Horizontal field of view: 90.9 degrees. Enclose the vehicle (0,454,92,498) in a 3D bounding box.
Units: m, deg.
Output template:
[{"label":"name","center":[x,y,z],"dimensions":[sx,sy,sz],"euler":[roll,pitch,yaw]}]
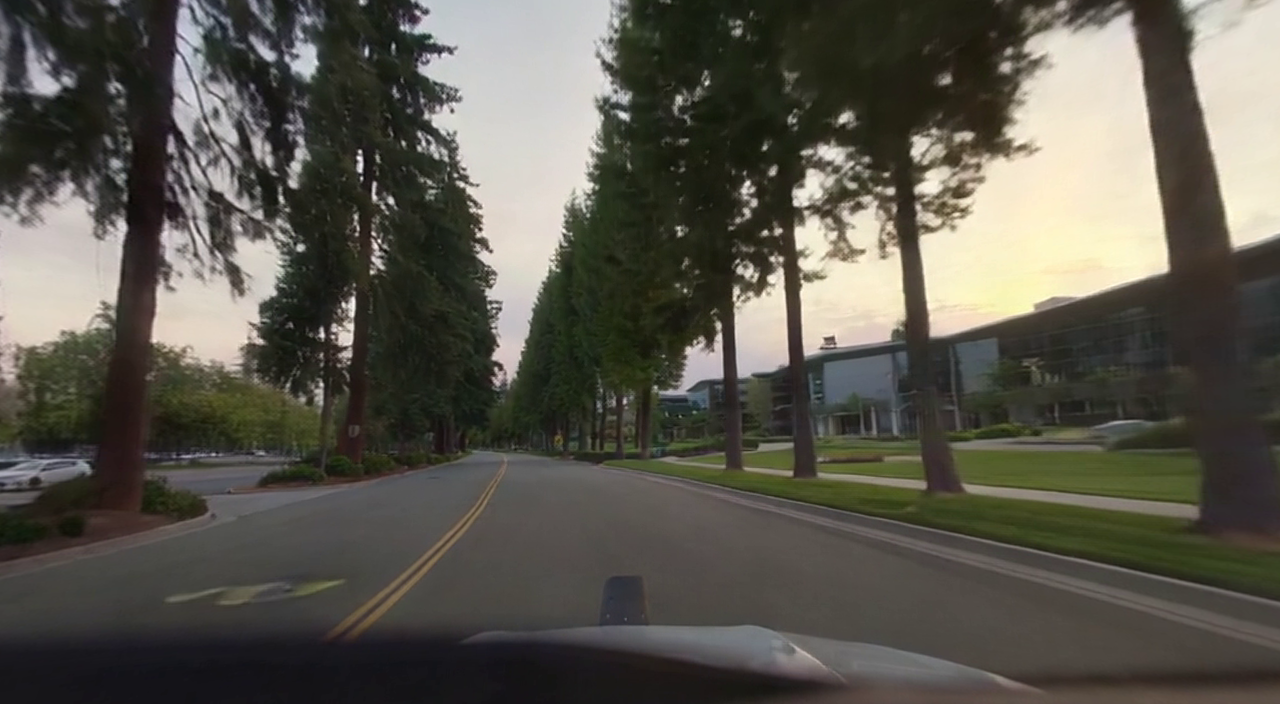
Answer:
[{"label":"vehicle","center":[-26.432,5.272,27.197],"dimensions":[1.929,1.650,4.638],"euler":[1,-9,-9]}]
